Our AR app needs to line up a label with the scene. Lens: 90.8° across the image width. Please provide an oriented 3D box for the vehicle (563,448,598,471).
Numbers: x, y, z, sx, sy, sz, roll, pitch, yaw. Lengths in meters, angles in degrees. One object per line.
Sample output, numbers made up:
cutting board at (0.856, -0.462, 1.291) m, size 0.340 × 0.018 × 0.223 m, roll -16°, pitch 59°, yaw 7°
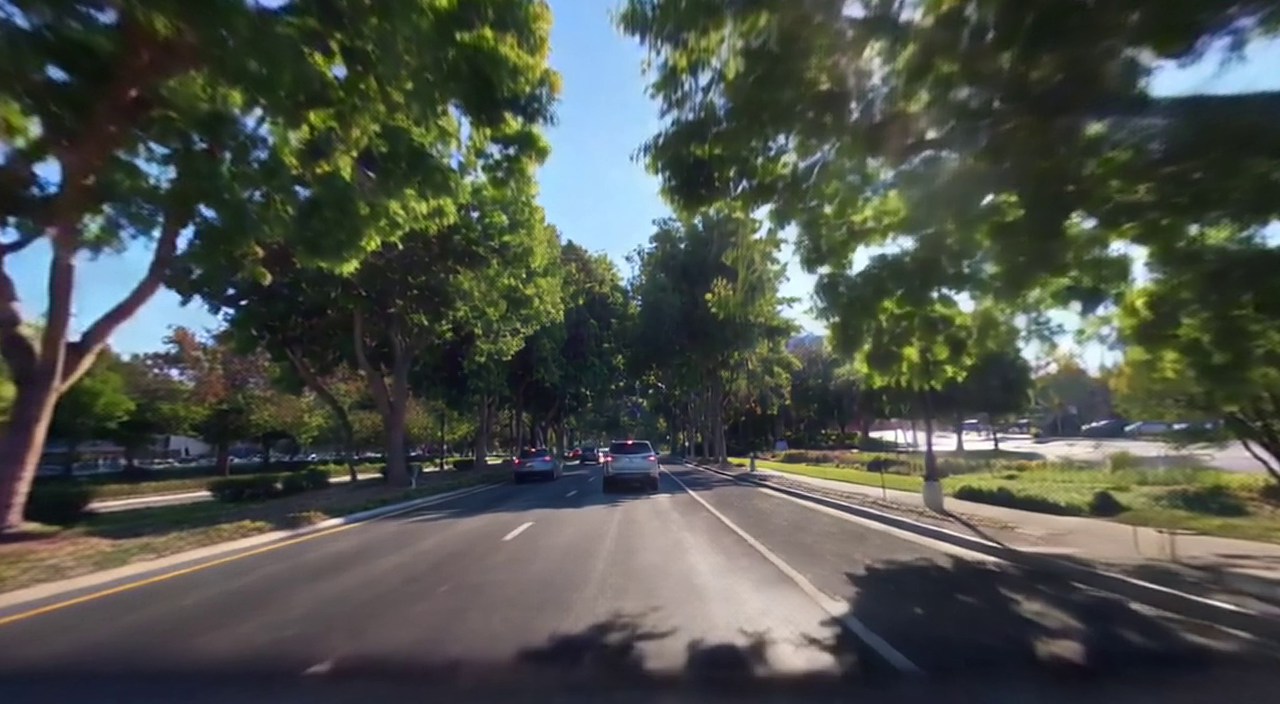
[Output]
vehicle at (-4.147, 7.583, 44.770) m, size 1.959 × 1.485 × 4.452 m, roll 0°, pitch -8°, yaw 1°

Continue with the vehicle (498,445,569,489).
vehicle at (-3.982, 4.356, 24.313) m, size 1.936 × 1.538 × 4.016 m, roll 0°, pitch -8°, yaw 2°

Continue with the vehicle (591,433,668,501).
vehicle at (-0.278, 3.313, 18.594) m, size 2.018 × 1.769 × 3.897 m, roll 0°, pitch -8°, yaw 0°
